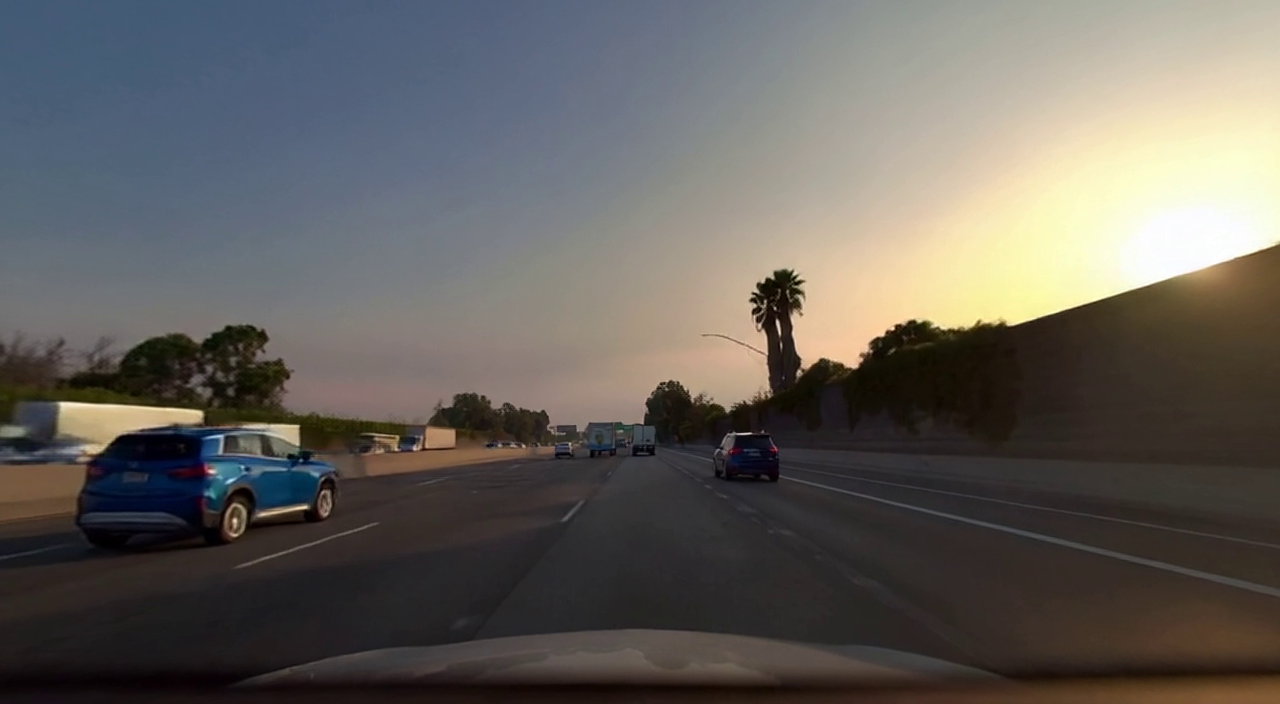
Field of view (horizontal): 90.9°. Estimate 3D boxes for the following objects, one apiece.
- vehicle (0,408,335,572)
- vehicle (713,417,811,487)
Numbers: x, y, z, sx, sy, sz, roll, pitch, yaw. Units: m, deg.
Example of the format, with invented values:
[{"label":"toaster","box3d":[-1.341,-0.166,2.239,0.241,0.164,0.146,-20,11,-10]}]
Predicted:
[{"label":"vehicle","box3d":[-6.911,1.860,9.375,2.289,1.774,4.871,0,-8,0]},{"label":"vehicle","box3d":[4.148,3.536,22.543,2.408,2.210,4.999,0,-8,-1]}]
